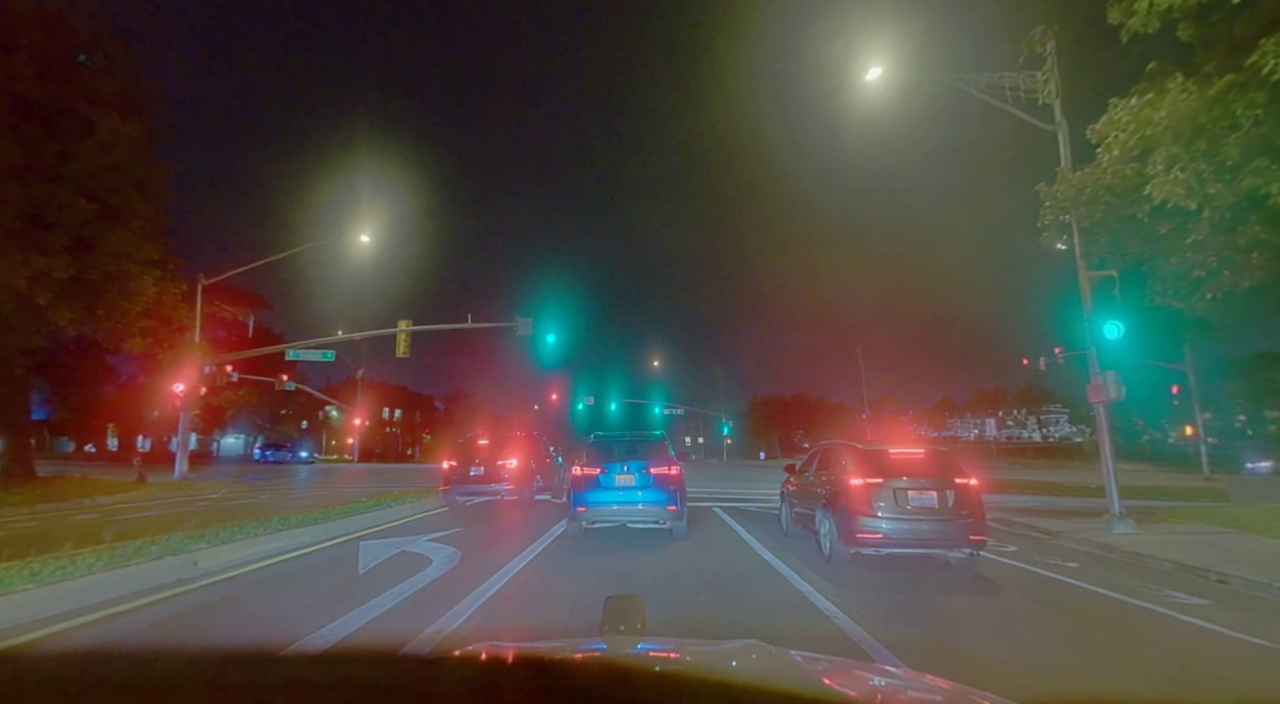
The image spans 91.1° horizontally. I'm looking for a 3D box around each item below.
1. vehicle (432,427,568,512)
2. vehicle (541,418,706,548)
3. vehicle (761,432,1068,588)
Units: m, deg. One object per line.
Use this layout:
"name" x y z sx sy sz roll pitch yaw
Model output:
"vehicle" -2.975 2.593 14.301 1.987 1.633 4.005 0 -8 3
"vehicle" -0.202 2.006 10.250 2.108 1.654 4.235 0 -8 0
"vehicle" 3.054 1.847 8.300 2.056 1.468 4.520 0 -8 1
